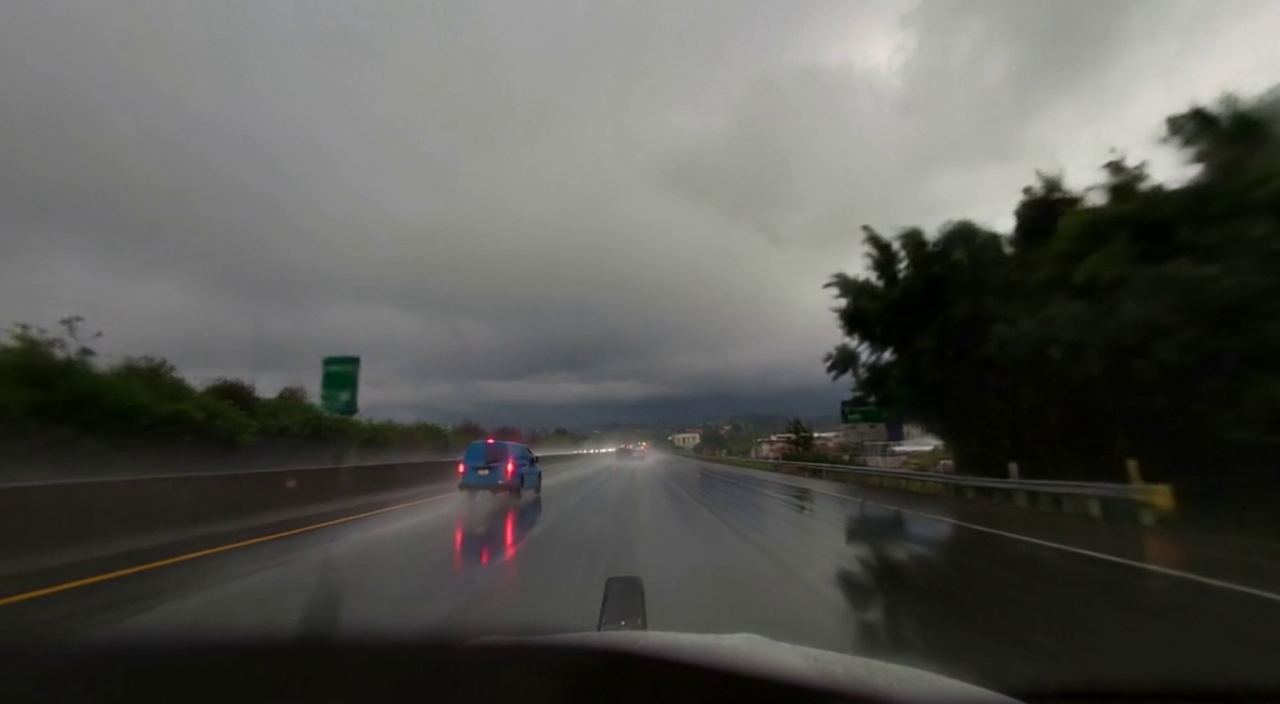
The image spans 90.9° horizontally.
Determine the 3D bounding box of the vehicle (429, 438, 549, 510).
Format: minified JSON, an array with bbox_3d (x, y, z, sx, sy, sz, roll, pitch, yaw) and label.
[{"bbox_3d":[-3.576,2.977,15.763,1.965,1.556,3.971,0,-9,1],"label":"vehicle"}]
